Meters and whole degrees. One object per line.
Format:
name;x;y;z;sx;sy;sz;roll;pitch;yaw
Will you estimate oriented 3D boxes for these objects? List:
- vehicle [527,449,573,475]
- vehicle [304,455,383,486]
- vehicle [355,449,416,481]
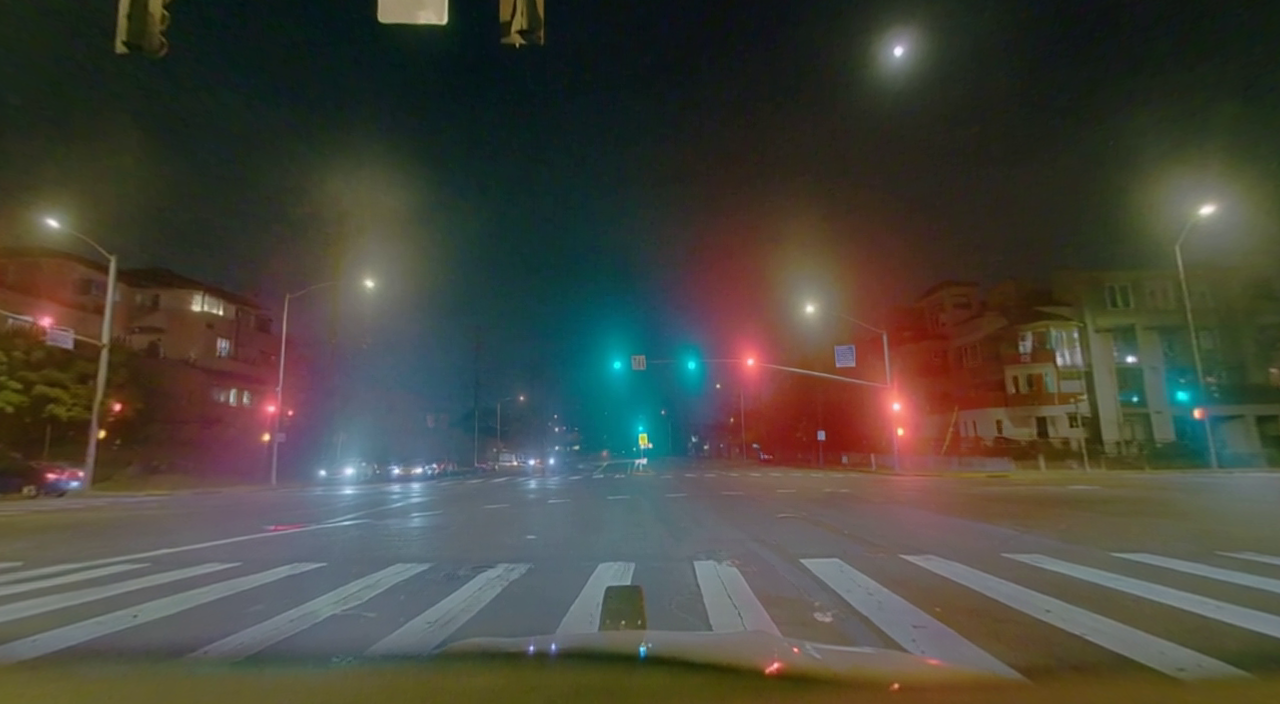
vehicle;-5.501;6.748;38.791;2.154;1.501;4.416;0;-8;0
vehicle;-16.093;6.438;34.376;2.055;1.506;4.663;0;-8;-1
vehicle;-16.206;7.195;40.279;1.960;1.819;5.018;0;-8;-2
